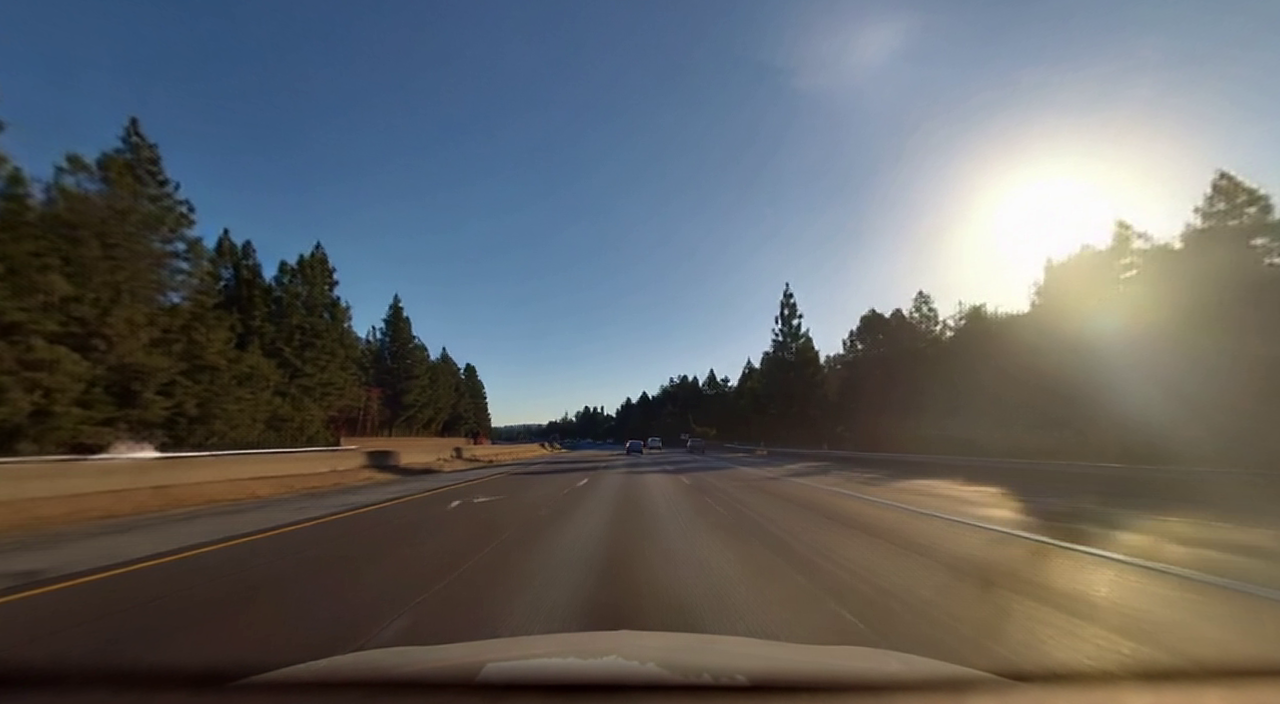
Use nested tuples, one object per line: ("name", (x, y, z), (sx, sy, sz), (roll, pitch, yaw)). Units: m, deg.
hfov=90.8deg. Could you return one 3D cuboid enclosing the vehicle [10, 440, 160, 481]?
("vehicle", (-21.929, 4.286, 25.271), (1.960, 1.473, 4.445), (0, -9, 0))
